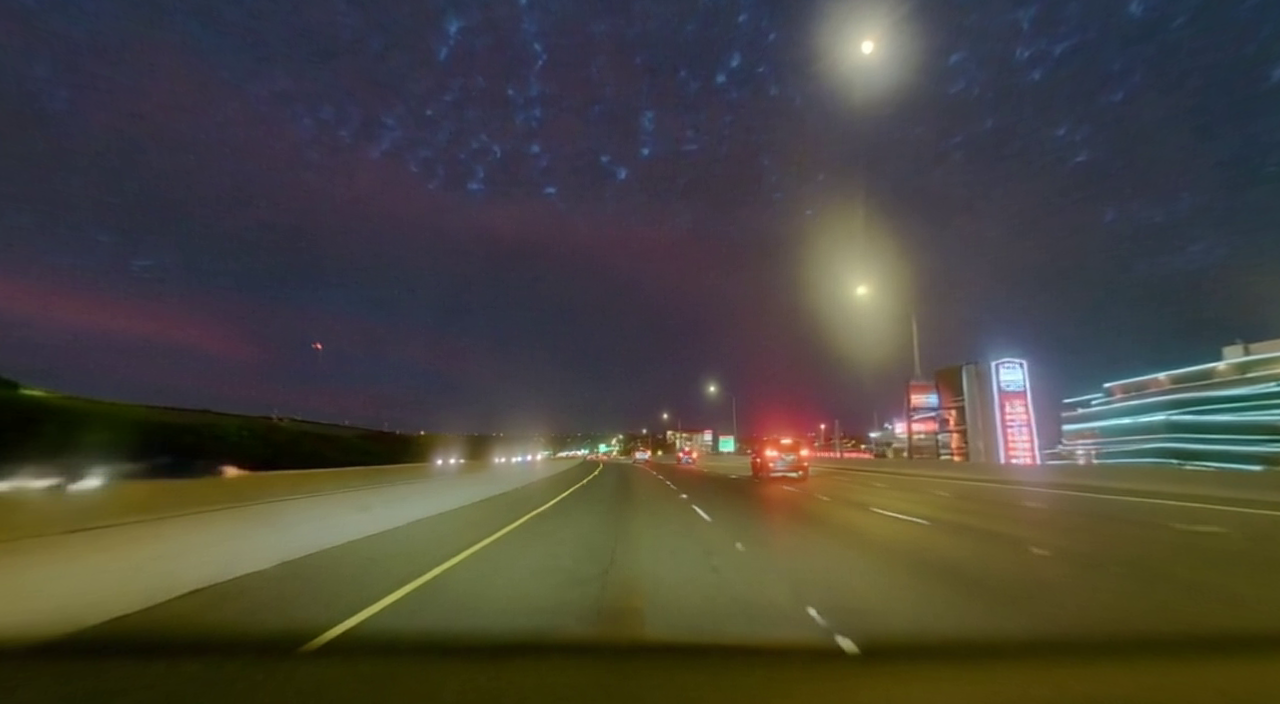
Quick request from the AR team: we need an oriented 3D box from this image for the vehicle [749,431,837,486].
[{"bbox_3d":[6.098,4.314,25.859,2.181,1.952,4.973,-1,-9,-2],"label":"vehicle"}]
